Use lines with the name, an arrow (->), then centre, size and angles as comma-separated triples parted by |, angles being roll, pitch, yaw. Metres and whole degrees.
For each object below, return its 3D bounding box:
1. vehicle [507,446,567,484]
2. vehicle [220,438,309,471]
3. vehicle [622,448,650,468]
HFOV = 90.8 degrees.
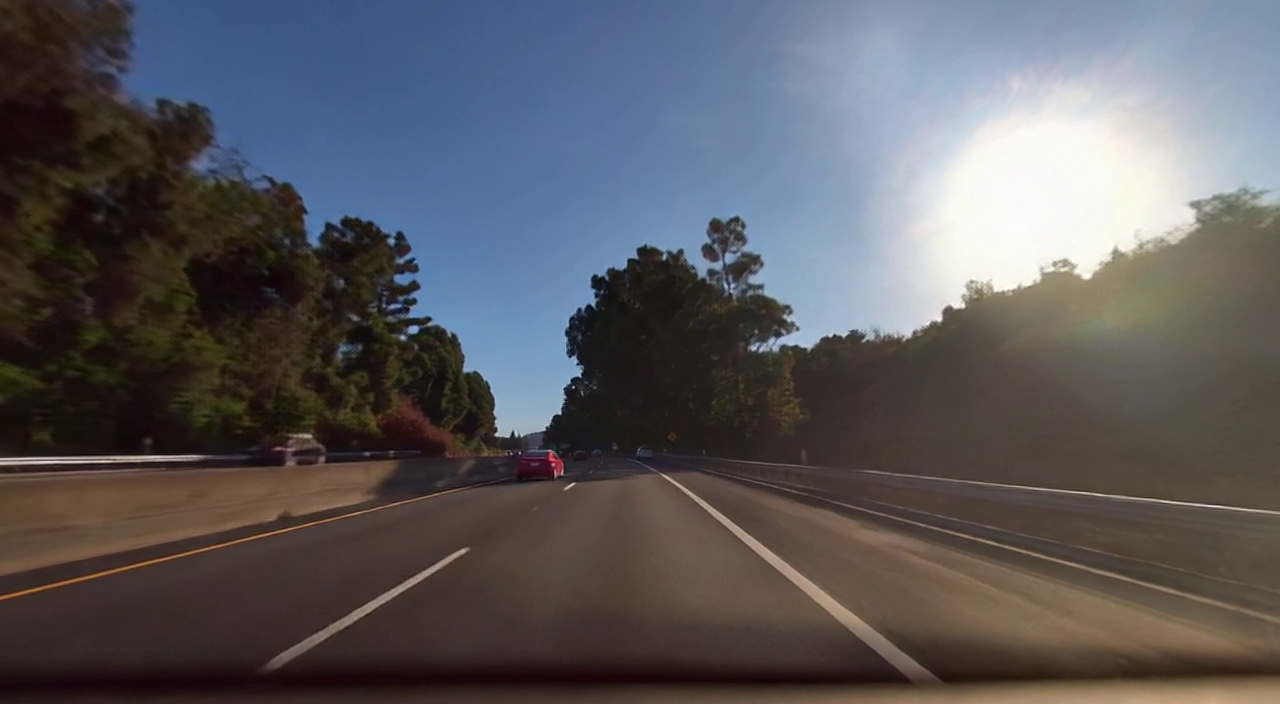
vehicle -> -4.464, 4.962, 28.085 | 1.957, 1.499, 4.965 | 0, -9, -1
vehicle -> -18.248, 5.005, 30.877 | 1.836, 1.491, 4.176 | 0, -9, -1
vehicle -> -0.325, 7.989, 47.733 | 2.031, 1.483, 3.417 | 0, -9, -2
